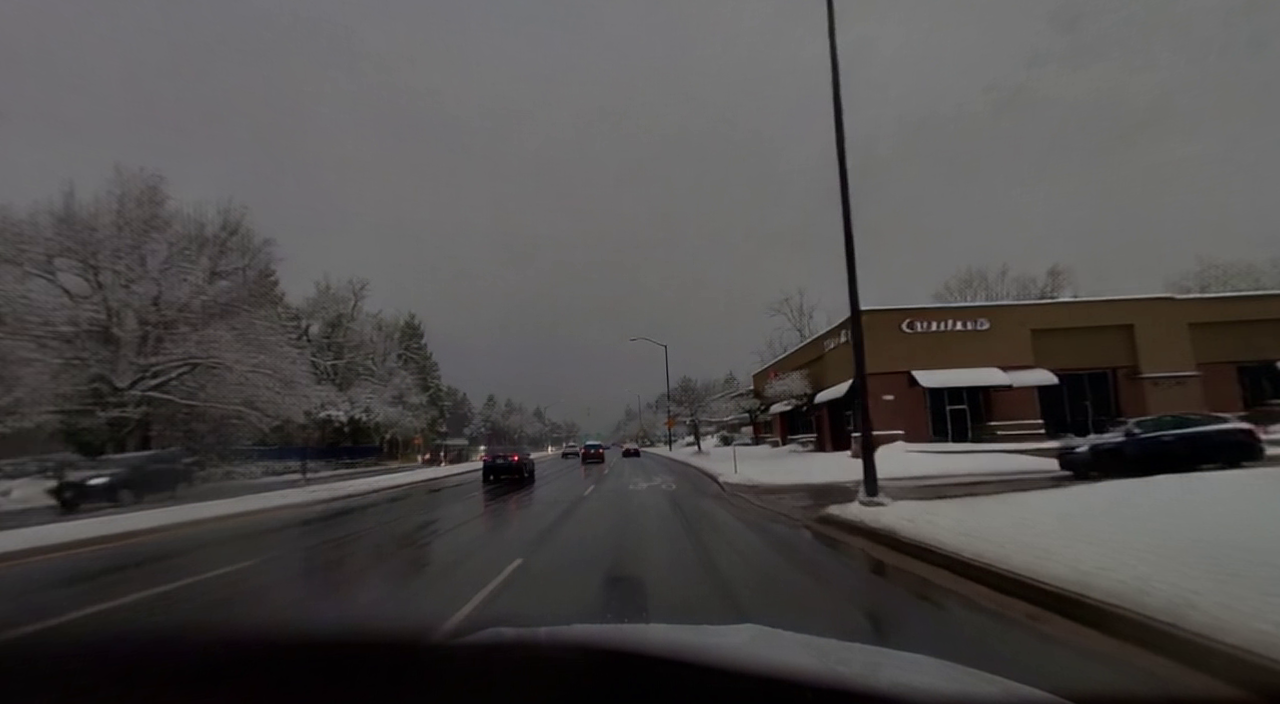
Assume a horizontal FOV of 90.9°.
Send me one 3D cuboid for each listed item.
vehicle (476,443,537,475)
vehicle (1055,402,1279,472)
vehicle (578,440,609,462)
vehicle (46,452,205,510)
[{"bbox_3d":[-6.439,5.209,30.895,2.072,1.427,4.328,0,-8,0],"label":"vehicle"},{"bbox_3d":[12.744,2.072,15.176,4.148,1.507,1.840,-3,-9,18],"label":"vehicle"},{"bbox_3d":[-3.604,7.795,49.551,2.100,1.661,3.837,0,-8,0],"label":"vehicle"},{"bbox_3d":[-17.907,4.449,22.264,1.902,1.747,4.380,0,-8,0],"label":"vehicle"}]
